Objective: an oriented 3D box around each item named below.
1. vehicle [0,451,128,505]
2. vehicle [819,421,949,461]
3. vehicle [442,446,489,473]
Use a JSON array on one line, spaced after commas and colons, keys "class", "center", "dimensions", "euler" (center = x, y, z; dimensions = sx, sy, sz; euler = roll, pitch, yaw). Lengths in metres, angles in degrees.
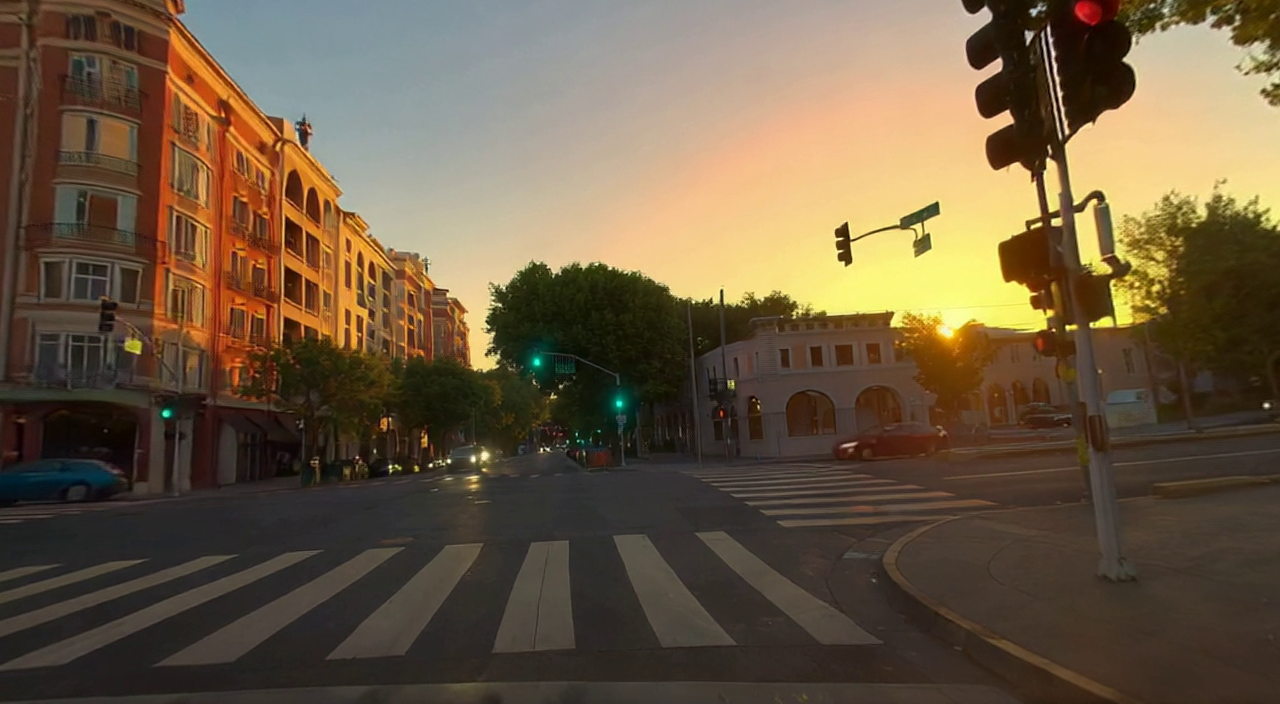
[{"class": "vehicle", "center": [-19.940, 4.047, 20.513], "dimensions": [4.626, 1.636, 2.004], "euler": [1, -8, -7]}, {"class": "vehicle", "center": [9.374, 3.451, 24.423], "dimensions": [4.320, 1.456, 1.803], "euler": [2, -9, -11]}, {"class": "vehicle", "center": [-10.467, 6.467, 38.170], "dimensions": [2.196, 1.503, 4.371], "euler": [1, -9, -8]}]
